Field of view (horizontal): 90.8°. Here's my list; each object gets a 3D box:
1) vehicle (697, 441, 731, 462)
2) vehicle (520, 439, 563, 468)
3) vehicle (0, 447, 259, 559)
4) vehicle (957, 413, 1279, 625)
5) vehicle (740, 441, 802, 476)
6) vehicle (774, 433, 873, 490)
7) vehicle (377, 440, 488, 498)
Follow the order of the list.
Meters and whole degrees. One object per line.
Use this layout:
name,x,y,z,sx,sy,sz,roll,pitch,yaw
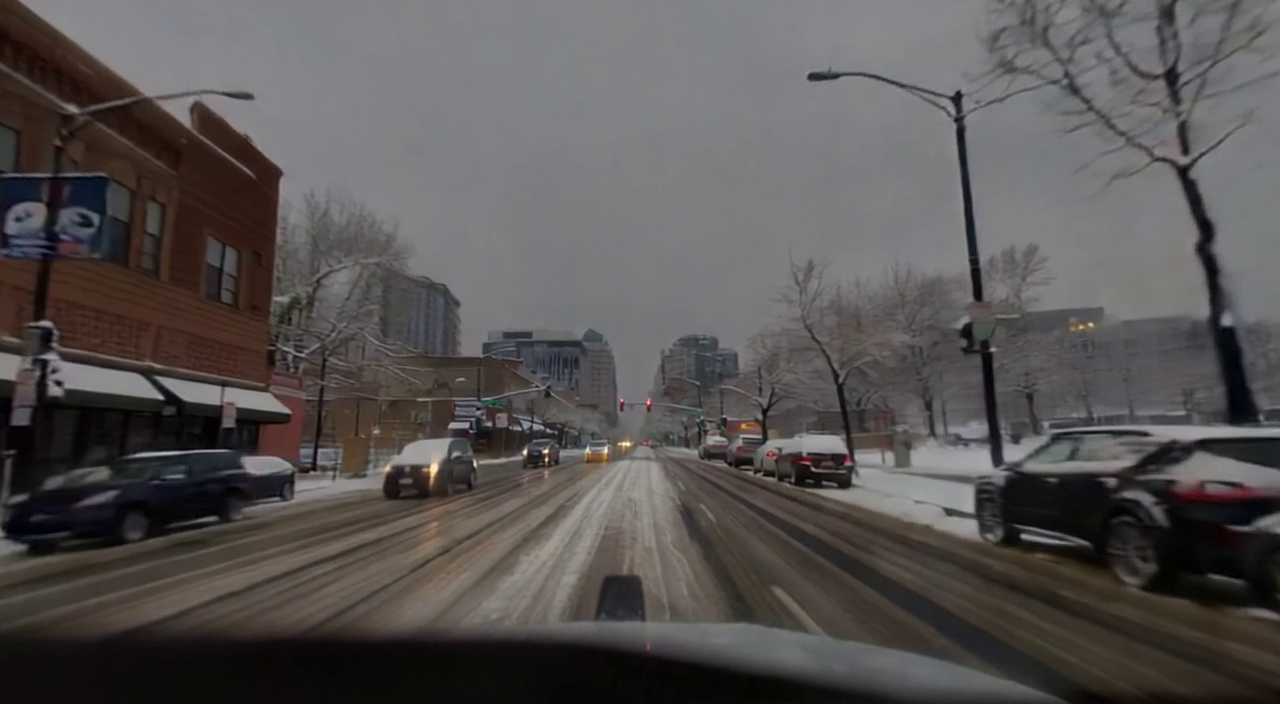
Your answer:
vehicle,5.739,7.780,49.570,2.011,1.603,4.395,0,-8,-1
vehicle,-6.158,6.381,39.953,2.020,1.754,4.442,0,-8,0
vehicle,-8.970,2.463,11.093,1.937,1.548,4.179,0,-8,0
vehicle,6.048,1.729,7.647,1.959,1.766,4.490,0,-8,-1
vehicle,5.869,4.832,28.874,1.834,1.454,4.410,0,-8,-1
vehicle,6.066,3.655,21.476,2.047,1.720,4.353,0,-8,0
vehicle,-6.132,3.473,19.259,1.898,1.532,4.337,0,-8,0
